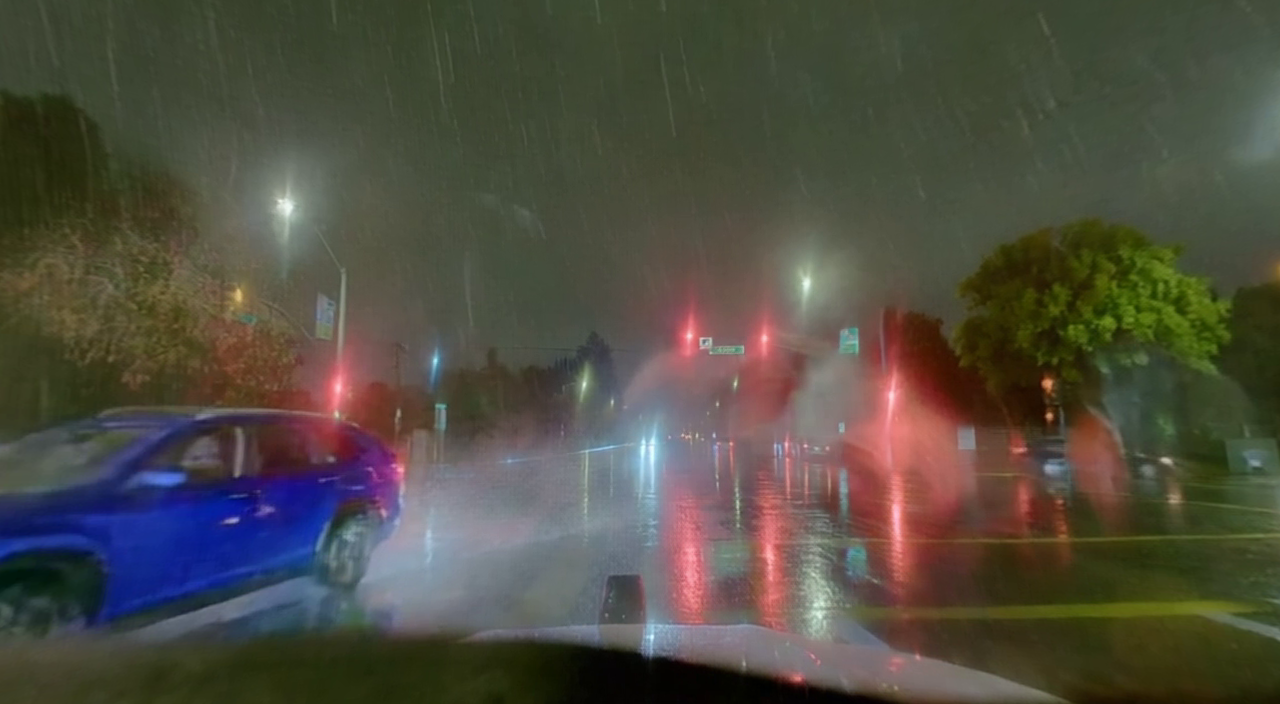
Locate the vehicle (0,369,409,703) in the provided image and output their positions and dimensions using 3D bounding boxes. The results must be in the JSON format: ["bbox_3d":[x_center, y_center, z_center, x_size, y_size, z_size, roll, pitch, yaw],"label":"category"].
[{"bbox_3d":[-3.872,1.195,4.491,2.134,1.768,4.580,-1,-8,9],"label":"vehicle"}]
